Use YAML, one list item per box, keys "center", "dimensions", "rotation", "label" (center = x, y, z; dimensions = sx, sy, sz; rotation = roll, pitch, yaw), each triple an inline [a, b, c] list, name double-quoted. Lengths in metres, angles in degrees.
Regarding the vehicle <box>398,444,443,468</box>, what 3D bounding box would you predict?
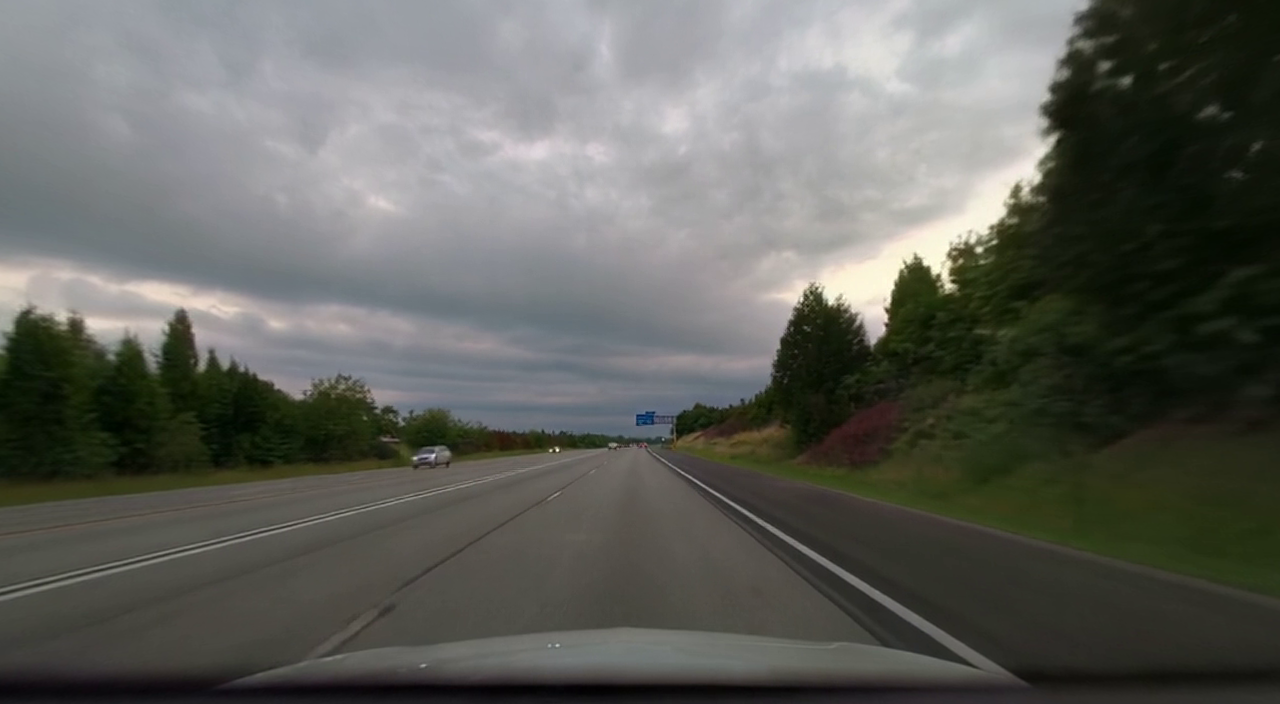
- center: [-16.331, 7.759, 46.990]
  dimensions: [1.892, 1.661, 4.143]
  rotation: [0, -8, -1]
  label: "vehicle"
